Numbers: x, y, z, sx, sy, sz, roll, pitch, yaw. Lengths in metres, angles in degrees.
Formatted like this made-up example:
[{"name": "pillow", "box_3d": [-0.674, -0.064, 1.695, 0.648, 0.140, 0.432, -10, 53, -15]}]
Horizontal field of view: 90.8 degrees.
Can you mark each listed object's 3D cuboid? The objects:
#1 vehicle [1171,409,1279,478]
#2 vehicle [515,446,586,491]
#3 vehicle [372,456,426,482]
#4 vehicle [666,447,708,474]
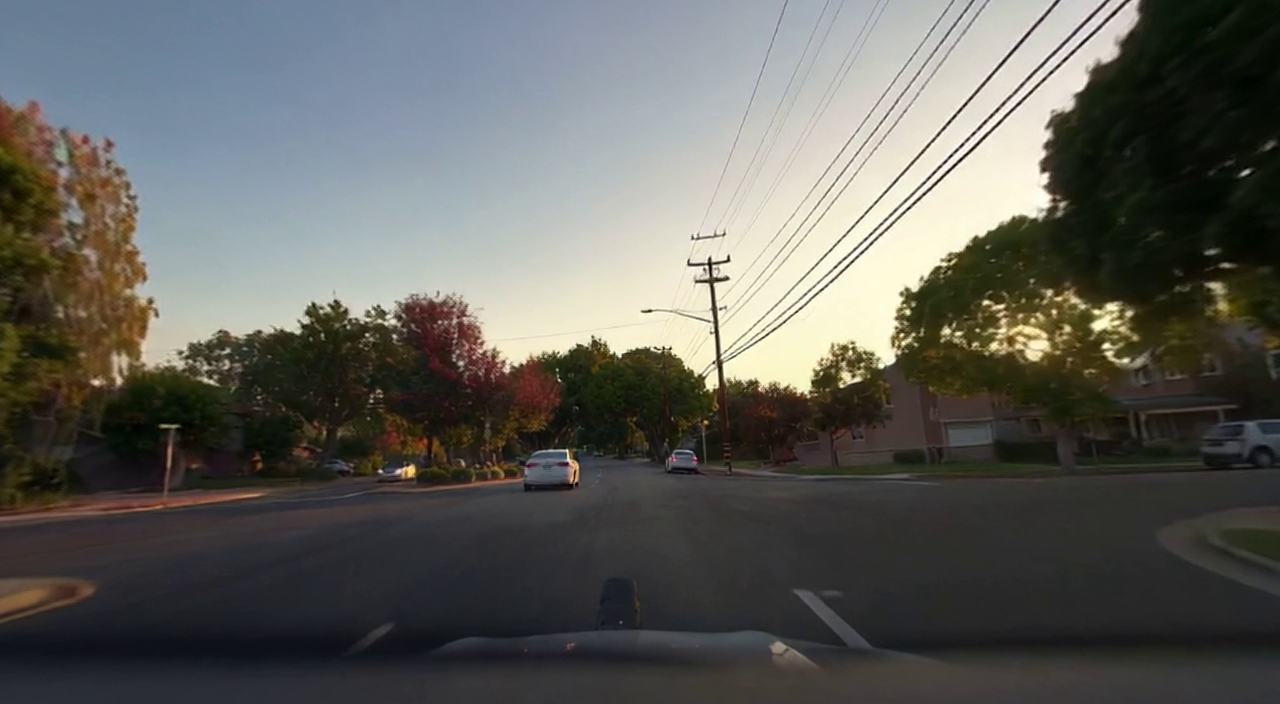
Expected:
[{"name": "vehicle", "box_3d": [23.976, 3.250, 23.493, 6.003, 2.088, 2.658, -5, -7, -2]}, {"name": "vehicle", "box_3d": [-3.219, 4.298, 23.670, 2.041, 1.471, 4.602, 0, -9, -1]}, {"name": "vehicle", "box_3d": [-16.132, 7.818, 42.482, 2.143, 1.524, 4.408, 0, -9, -4]}, {"name": "vehicle", "box_3d": [2.760, 6.546, 38.335, 2.074, 1.450, 4.621, 0, -9, -2]}]
